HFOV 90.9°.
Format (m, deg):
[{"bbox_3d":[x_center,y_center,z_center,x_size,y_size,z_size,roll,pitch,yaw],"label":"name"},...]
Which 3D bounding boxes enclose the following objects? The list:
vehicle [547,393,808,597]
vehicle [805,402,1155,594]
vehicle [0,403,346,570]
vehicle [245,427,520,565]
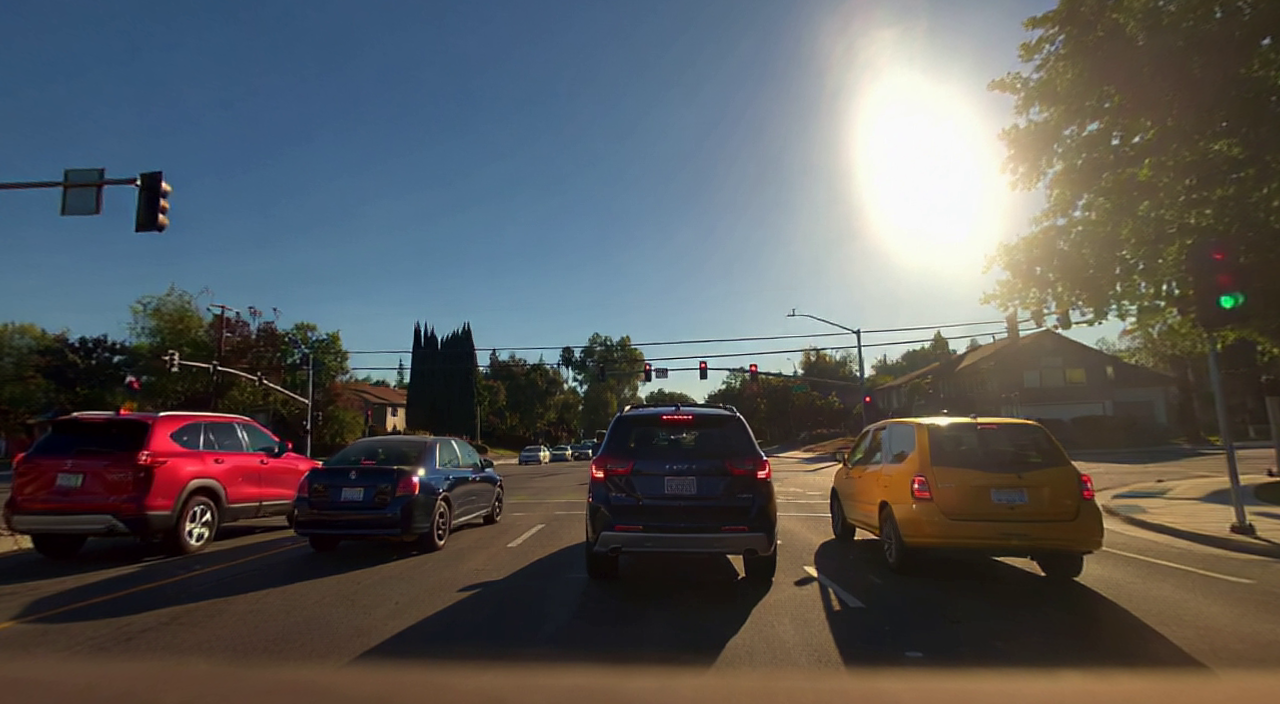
[{"bbox_3d":[0.393,1.519,7.495,2.198,1.708,4.170,0,-8,2],"label":"vehicle"},{"bbox_3d":[3.525,1.590,7.748,2.047,1.638,4.395,-1,-8,4],"label":"vehicle"},{"bbox_3d":[-6.638,1.821,9.341,2.075,1.796,4.785,0,-8,2],"label":"vehicle"},{"bbox_3d":[-3.241,1.889,9.107,1.885,1.475,4.359,-1,-8,4],"label":"vehicle"}]
